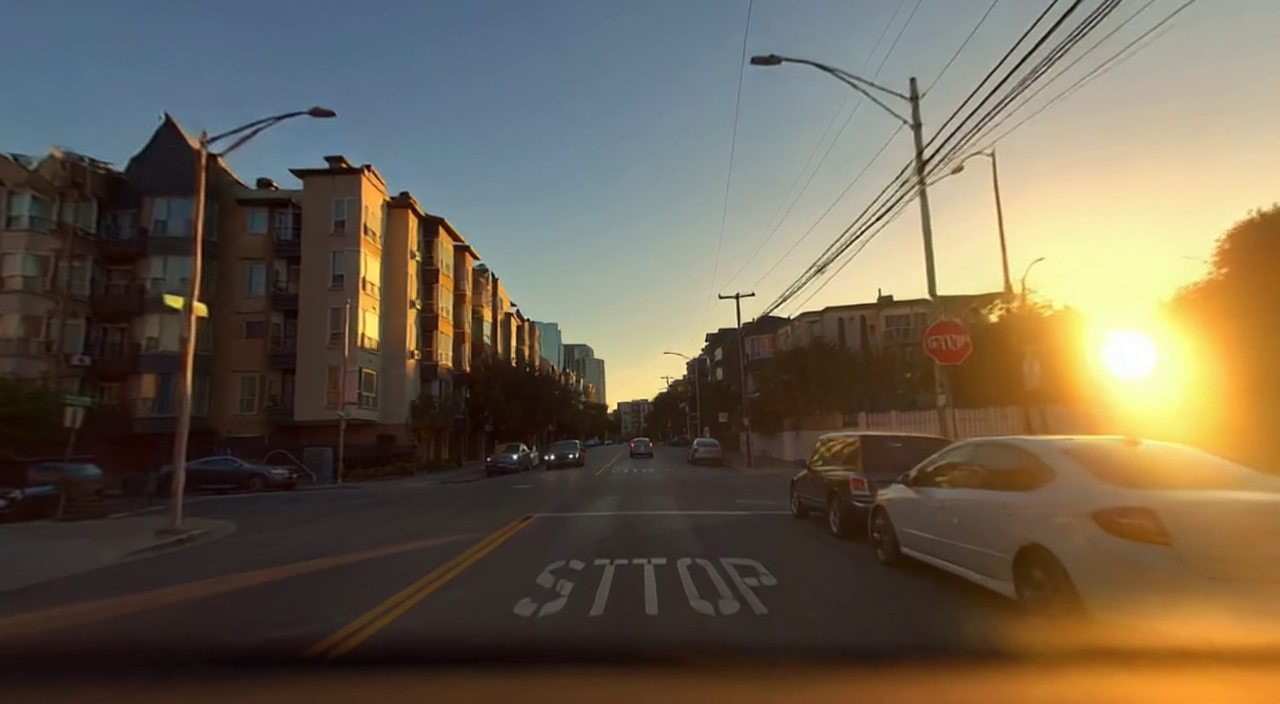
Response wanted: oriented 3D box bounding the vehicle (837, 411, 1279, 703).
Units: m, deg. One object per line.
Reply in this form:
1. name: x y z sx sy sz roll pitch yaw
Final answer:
1. vehicle: 3.436 1.380 5.405 1.888 1.495 4.567 0 -8 -2

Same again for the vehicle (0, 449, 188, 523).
1. vehicle: -16.495 3.808 18.024 5.392 1.808 2.324 -2 -9 1

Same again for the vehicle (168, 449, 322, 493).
1. vehicle: -17.182 5.168 27.598 5.354 1.773 1.991 0 -9 0

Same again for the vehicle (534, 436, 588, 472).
1. vehicle: -4.211 5.536 34.384 2.201 1.801 4.750 -1 -8 2

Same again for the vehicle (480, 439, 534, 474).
1. vehicle: -7.549 5.985 36.294 2.140 1.874 4.475 0 -8 0

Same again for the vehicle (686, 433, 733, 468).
1. vehicle: 3.858 5.588 35.826 2.164 1.721 4.416 -4 -9 1
